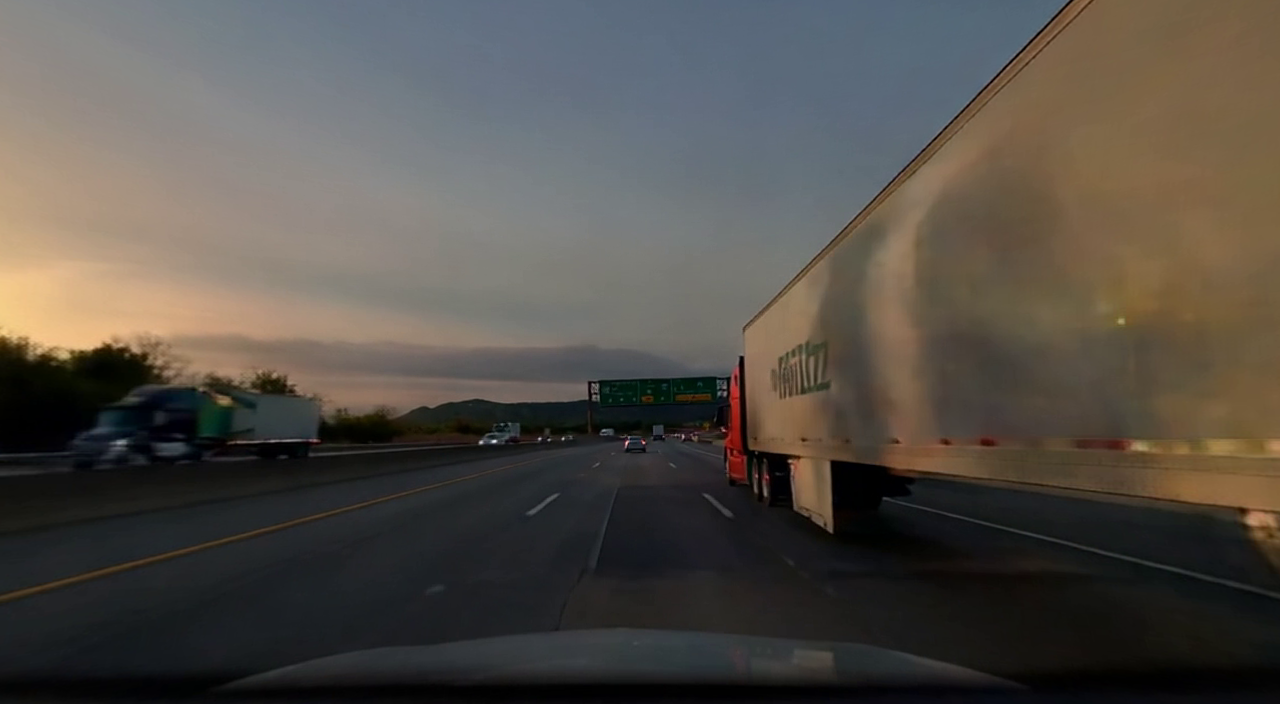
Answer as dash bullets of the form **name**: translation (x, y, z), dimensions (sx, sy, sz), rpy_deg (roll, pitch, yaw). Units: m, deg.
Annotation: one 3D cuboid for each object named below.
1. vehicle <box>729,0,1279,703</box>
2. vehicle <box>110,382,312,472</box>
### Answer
- **vehicle**: translation (3.515, 0.005, 5.635), dimensions (2.976, 4.077, 14.571), rpy_deg (0, -8, -1)
- **vehicle**: translation (-22.263, 4.122, 34.062), dimensions (2.957, 4.062, 11.203), rpy_deg (0, -8, 1)
